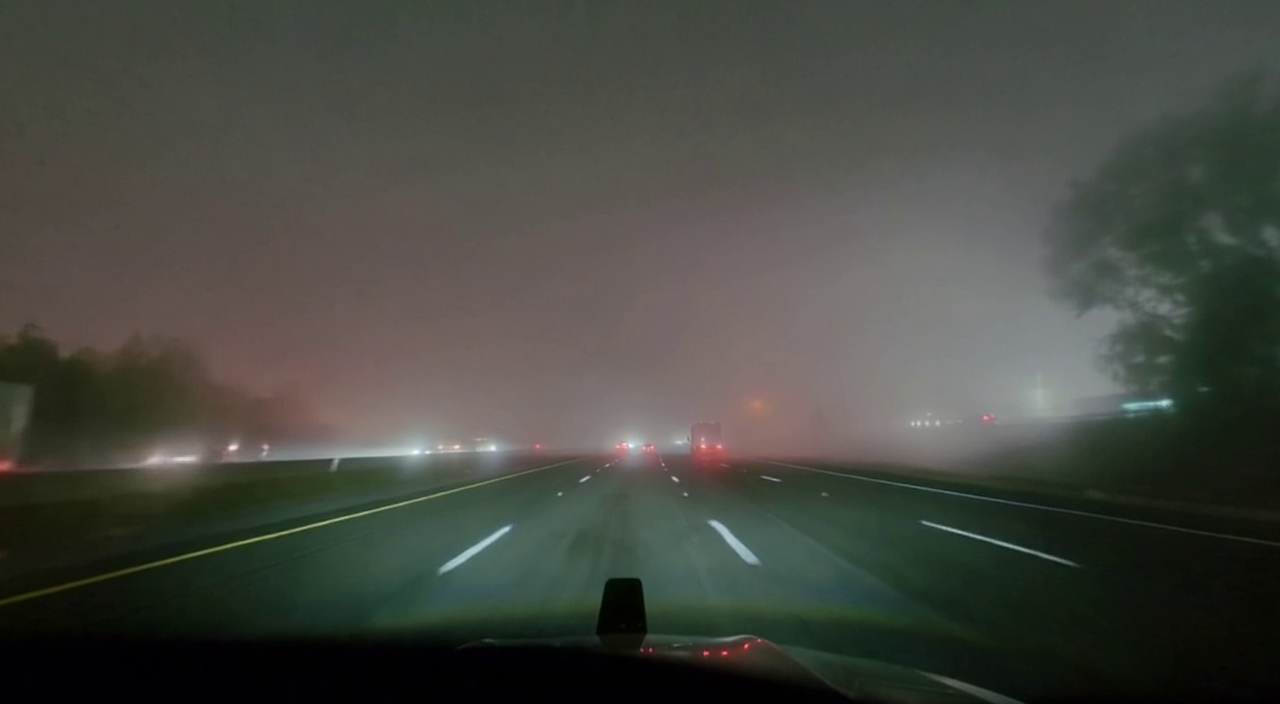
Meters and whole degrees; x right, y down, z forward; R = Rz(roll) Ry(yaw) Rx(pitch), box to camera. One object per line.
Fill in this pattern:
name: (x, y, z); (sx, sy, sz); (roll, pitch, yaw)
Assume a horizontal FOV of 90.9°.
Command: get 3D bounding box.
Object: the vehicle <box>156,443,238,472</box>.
vehicle: (-27.805, 6.621, 39.753); (1.887, 1.670, 4.386); (-1, -8, 1)
